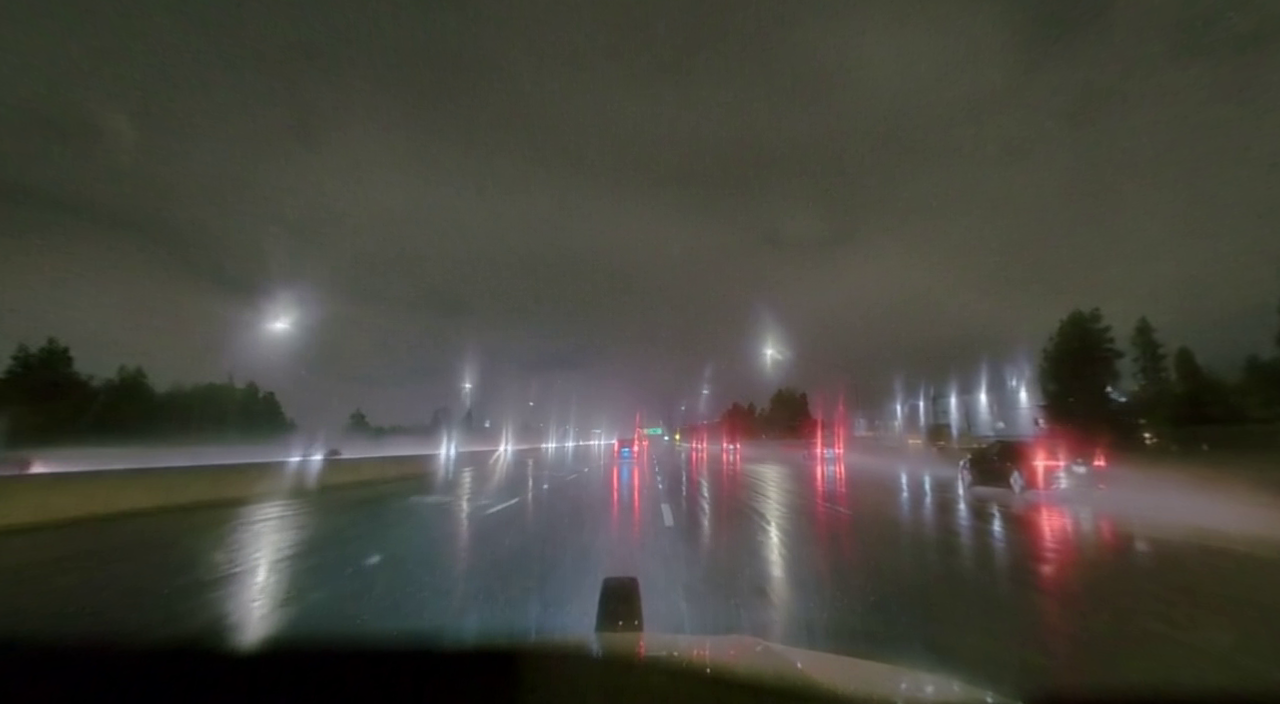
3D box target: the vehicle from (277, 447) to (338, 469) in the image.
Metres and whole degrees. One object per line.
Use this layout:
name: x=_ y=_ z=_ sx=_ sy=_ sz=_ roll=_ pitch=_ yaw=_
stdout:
vehicle: x=-24.749 y=7.868 z=47.138 sx=2.015 sy=1.562 sz=4.554 roll=0 pitch=-8 yaw=1

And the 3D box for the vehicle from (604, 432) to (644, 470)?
vehicle: x=-0.787 y=5.241 z=33.545 sx=1.893 sy=1.827 sz=4.513 roll=0 pitch=-8 yaw=1

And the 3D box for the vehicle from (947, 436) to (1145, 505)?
vehicle: x=9.642 y=2.824 z=15.546 sx=1.900 sy=1.432 sz=4.519 roll=0 pitch=-8 yaw=1
